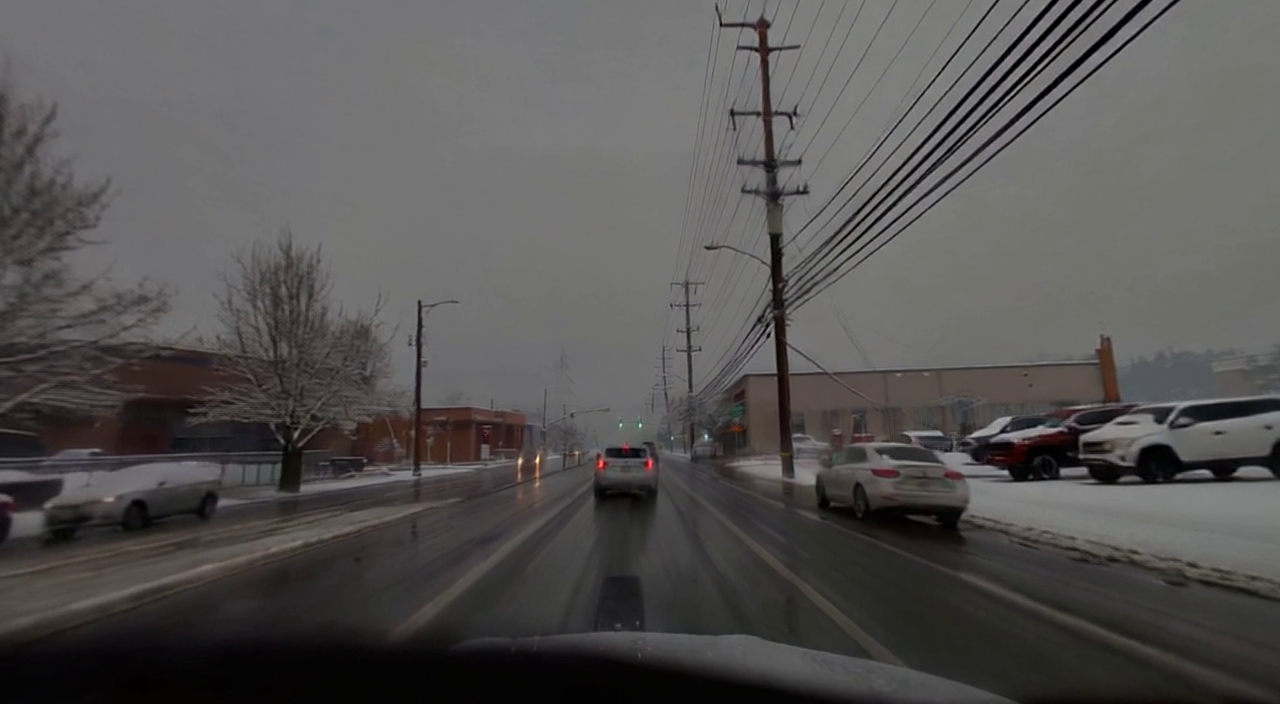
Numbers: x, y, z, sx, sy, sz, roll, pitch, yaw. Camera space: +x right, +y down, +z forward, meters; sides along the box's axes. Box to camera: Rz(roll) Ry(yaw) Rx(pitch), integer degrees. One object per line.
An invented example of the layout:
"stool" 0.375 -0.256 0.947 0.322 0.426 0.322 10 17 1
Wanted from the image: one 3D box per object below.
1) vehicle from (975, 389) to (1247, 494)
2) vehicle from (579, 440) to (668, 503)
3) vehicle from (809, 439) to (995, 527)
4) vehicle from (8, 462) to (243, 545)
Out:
"vehicle" 11.231 2.248 15.933 2.329 2.145 5.841 0 -8 0
"vehicle" -0.418 3.141 17.058 2.116 1.479 3.980 0 -8 0
"vehicle" 5.219 2.628 13.393 1.937 1.523 4.541 0 -8 -1
"vehicle" -11.505 3.362 14.632 1.817 1.480 4.282 0 -8 0
